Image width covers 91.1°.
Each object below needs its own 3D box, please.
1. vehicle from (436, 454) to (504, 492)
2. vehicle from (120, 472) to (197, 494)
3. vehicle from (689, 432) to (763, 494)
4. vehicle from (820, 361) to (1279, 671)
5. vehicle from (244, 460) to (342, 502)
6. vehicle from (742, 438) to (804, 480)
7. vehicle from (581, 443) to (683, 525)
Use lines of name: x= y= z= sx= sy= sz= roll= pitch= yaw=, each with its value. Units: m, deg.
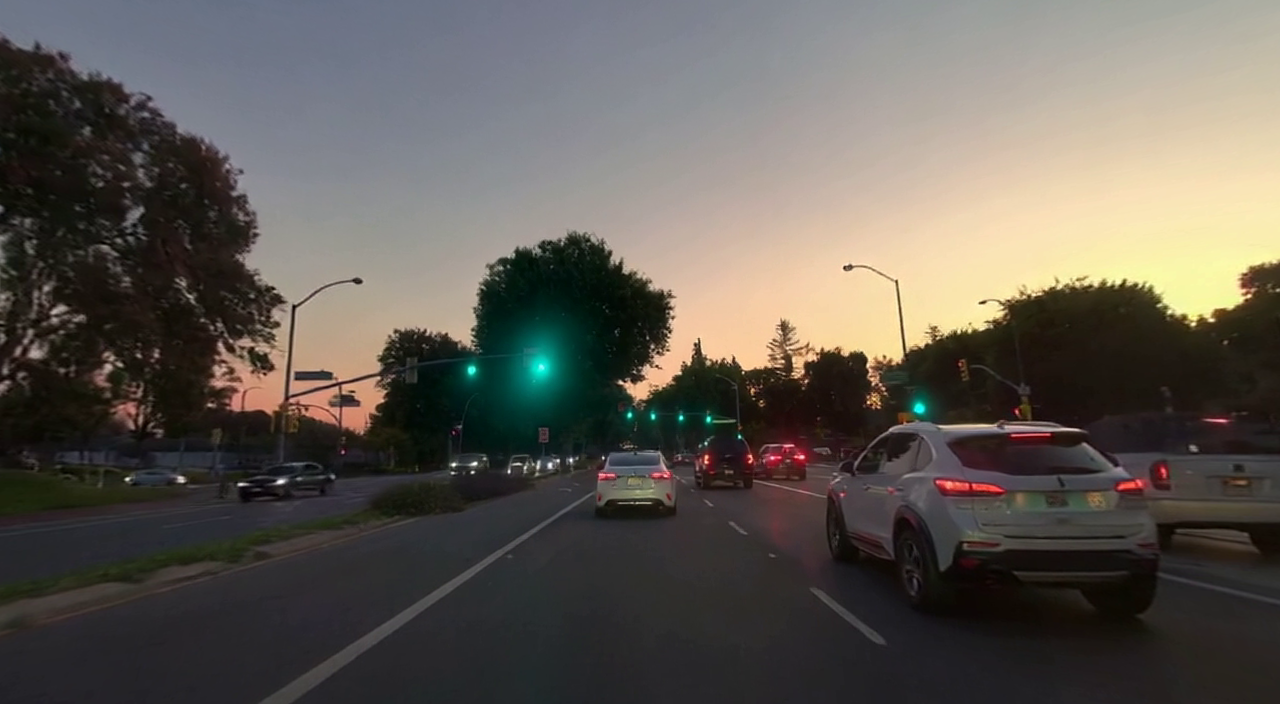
vehicle: x=-8.685 y=6.199 z=32.498 sx=2.133 sy=1.771 sz=4.611 roll=0 pitch=-9 yaw=1
vehicle: x=-36.142 y=9.849 z=47.190 sx=4.151 sy=1.469 sz=1.940 roll=0 pitch=-9 yaw=2
vehicle: x=3.719 y=4.917 z=28.360 sx=2.516 sy=2.481 sz=5.766 roll=0 pitch=-9 yaw=0
vehicle: x=3.427 y=1.359 z=6.271 sx=1.982 sy=1.960 sz=4.427 roll=0 pitch=-9 yaw=1
vehicle: x=-15.828 y=5.859 z=28.970 sx=1.968 sy=1.675 sz=4.382 roll=0 pitch=-9 yaw=1
vehicle: x=7.775 y=6.316 z=37.362 sx=2.627 sy=2.252 sz=5.236 roll=0 pitch=-9 yaw=1
vehicle: x=-0.127 y=3.036 z=15.048 sx=2.111 sy=1.676 sz=4.018 roll=0 pitch=-9 yaw=1
